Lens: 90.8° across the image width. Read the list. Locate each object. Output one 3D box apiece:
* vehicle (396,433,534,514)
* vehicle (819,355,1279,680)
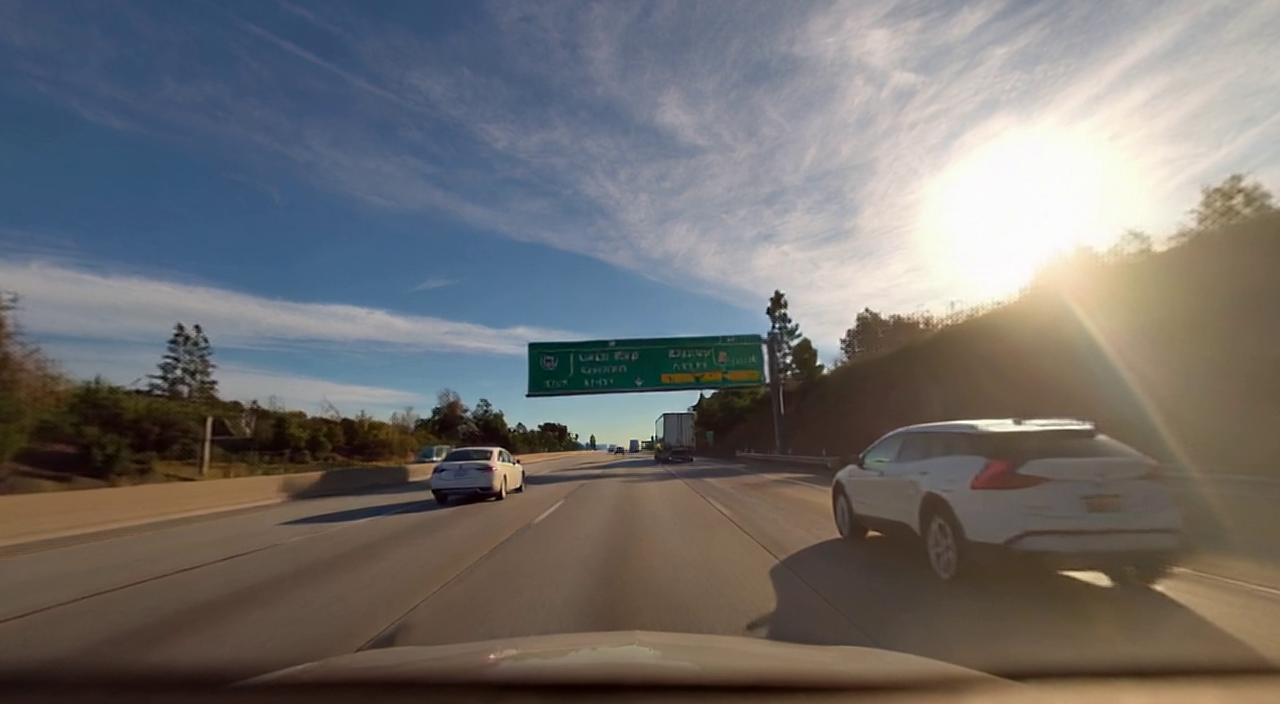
[{"bbox_3d":[-3.911,2.796,15.087,1.903,1.607,4.770,0,-8,0],"label":"vehicle"},{"bbox_3d":[3.359,1.218,5.758,2.065,1.760,4.488,0,-8,-1],"label":"vehicle"}]
